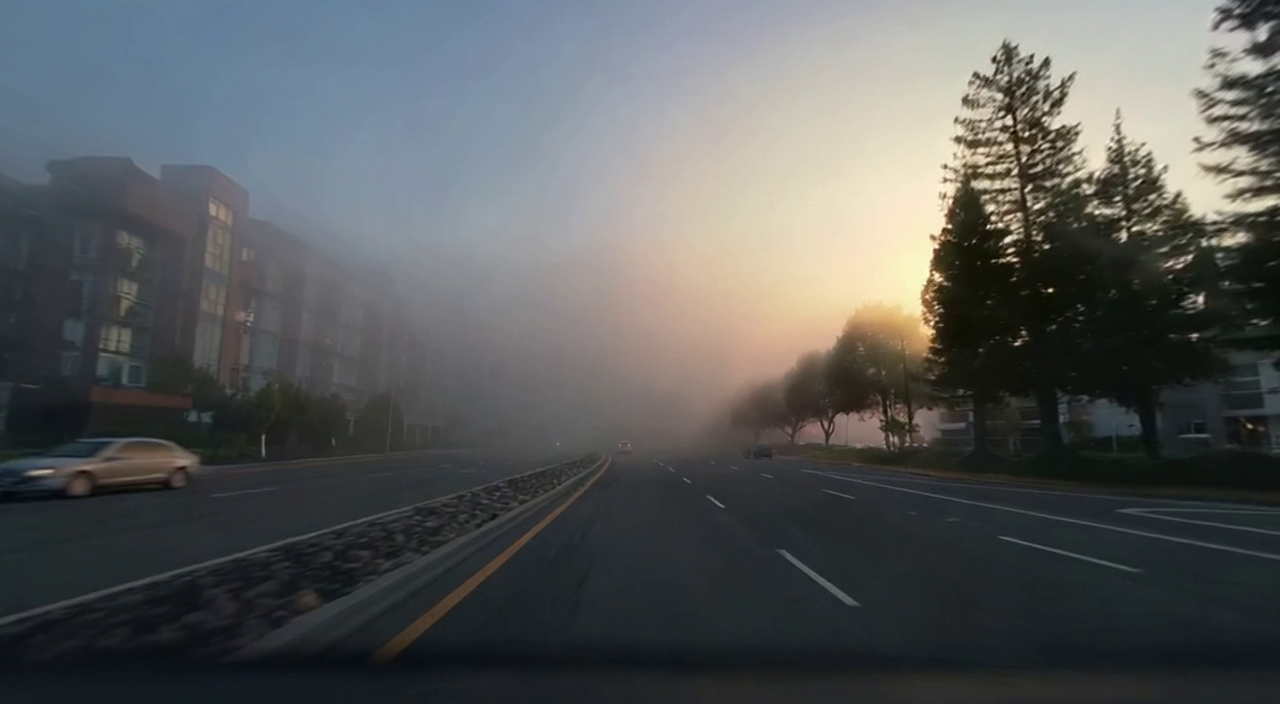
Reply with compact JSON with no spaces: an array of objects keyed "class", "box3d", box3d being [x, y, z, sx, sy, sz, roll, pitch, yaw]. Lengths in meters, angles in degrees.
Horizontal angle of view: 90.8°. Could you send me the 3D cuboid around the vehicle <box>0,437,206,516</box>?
[{"class":"vehicle","box3d":[-13.524,2.977,15.644,2.279,1.650,4.524,0,-8,0]}]
